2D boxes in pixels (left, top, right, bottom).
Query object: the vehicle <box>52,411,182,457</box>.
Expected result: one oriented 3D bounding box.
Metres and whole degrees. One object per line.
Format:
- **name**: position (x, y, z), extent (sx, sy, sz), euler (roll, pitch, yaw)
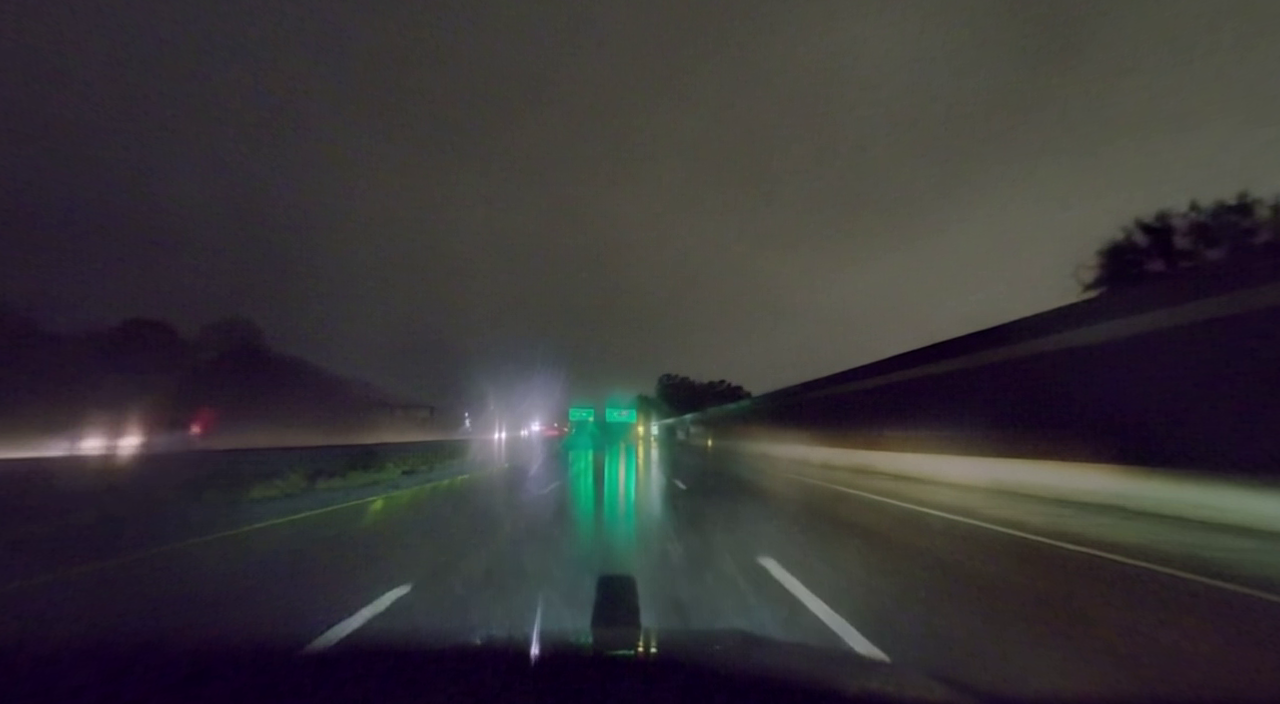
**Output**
- **vehicle**: position (-25.850, 4.110, 31.474), extent (2.111, 2.065, 5.236), euler (0, -8, -3)
